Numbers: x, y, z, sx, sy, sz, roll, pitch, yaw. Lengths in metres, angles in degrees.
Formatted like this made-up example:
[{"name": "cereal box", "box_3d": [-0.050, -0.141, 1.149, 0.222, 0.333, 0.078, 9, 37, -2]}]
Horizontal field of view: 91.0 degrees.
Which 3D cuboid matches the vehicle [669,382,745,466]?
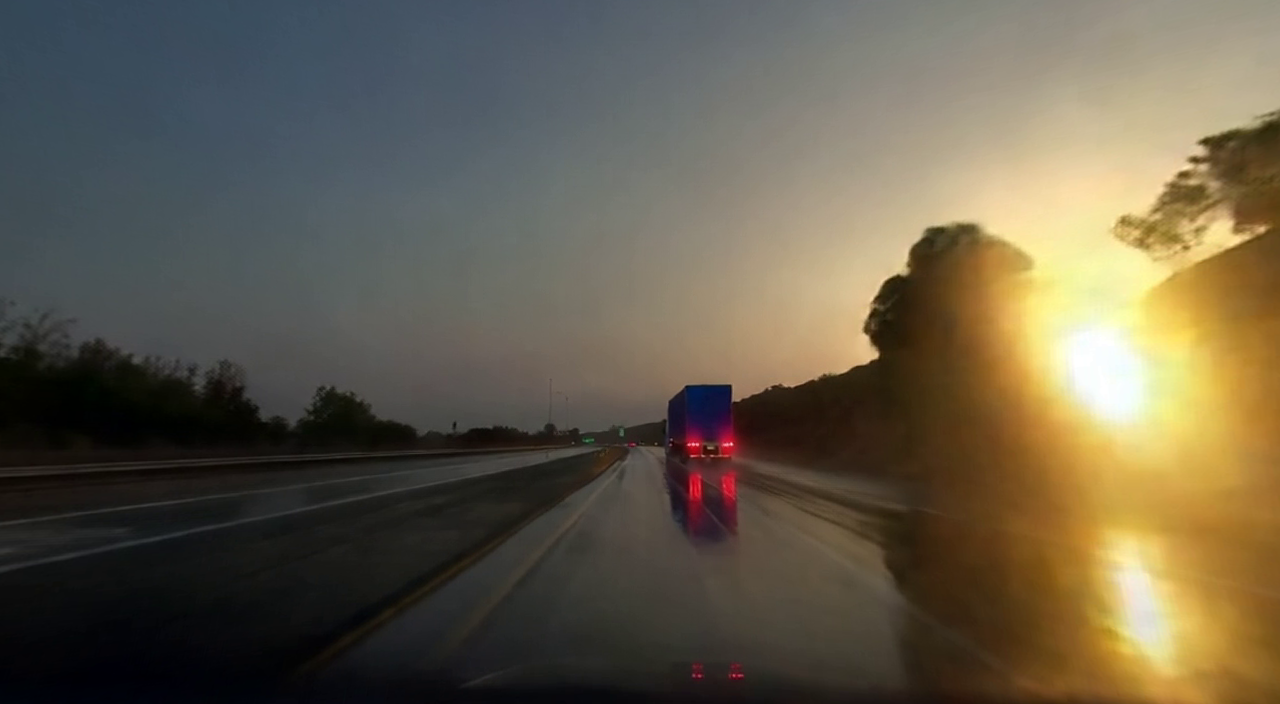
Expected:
[{"name": "vehicle", "box_3d": [3.977, 4.919, 41.319, 3.615, 4.578, 13.539, 0, -8, 1]}]
